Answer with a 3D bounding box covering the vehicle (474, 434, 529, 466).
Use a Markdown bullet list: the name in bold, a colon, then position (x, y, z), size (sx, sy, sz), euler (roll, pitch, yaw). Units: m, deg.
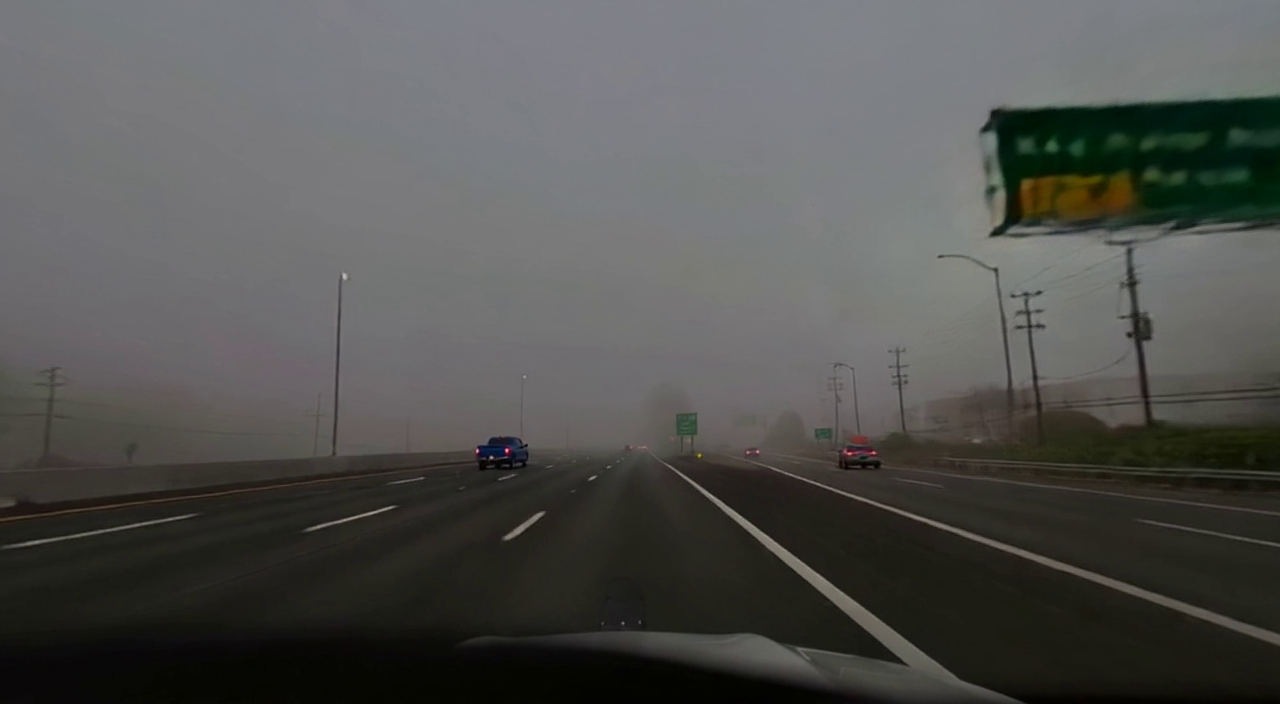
- **vehicle**: position (-10.246, 7.309, 47.119), size (2.667, 2.213, 6.081), euler (0, -8, 0)
